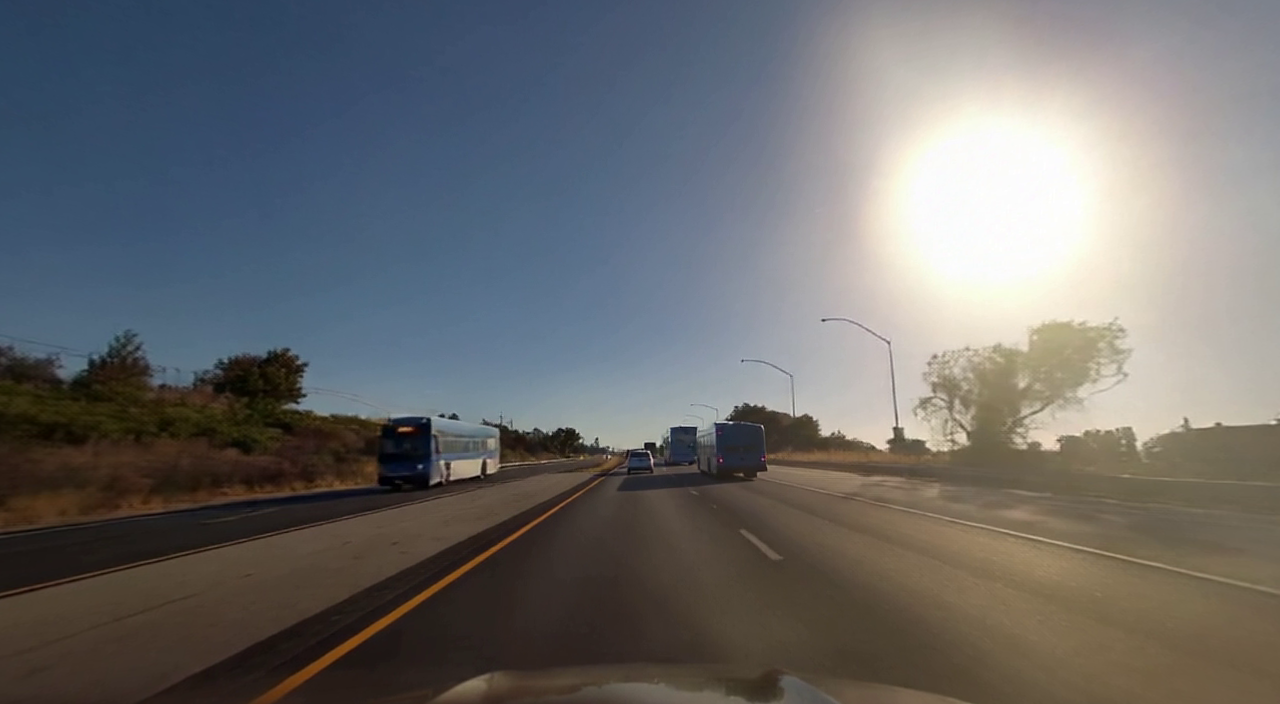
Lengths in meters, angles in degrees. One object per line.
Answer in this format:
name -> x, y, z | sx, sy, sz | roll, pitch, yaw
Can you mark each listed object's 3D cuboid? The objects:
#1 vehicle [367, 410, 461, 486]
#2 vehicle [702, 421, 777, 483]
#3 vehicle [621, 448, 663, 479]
vehicle -> -12.953, 5.608, 36.808 | 2.999, 4.011, 6.198 | 0, -9, 1
vehicle -> 4.433, 4.618, 29.223 | 2.440, 2.555, 5.957 | 0, -9, 0
vehicle -> 0.090, 5.568, 31.724 | 2.004, 1.449, 3.817 | 0, -9, 0
